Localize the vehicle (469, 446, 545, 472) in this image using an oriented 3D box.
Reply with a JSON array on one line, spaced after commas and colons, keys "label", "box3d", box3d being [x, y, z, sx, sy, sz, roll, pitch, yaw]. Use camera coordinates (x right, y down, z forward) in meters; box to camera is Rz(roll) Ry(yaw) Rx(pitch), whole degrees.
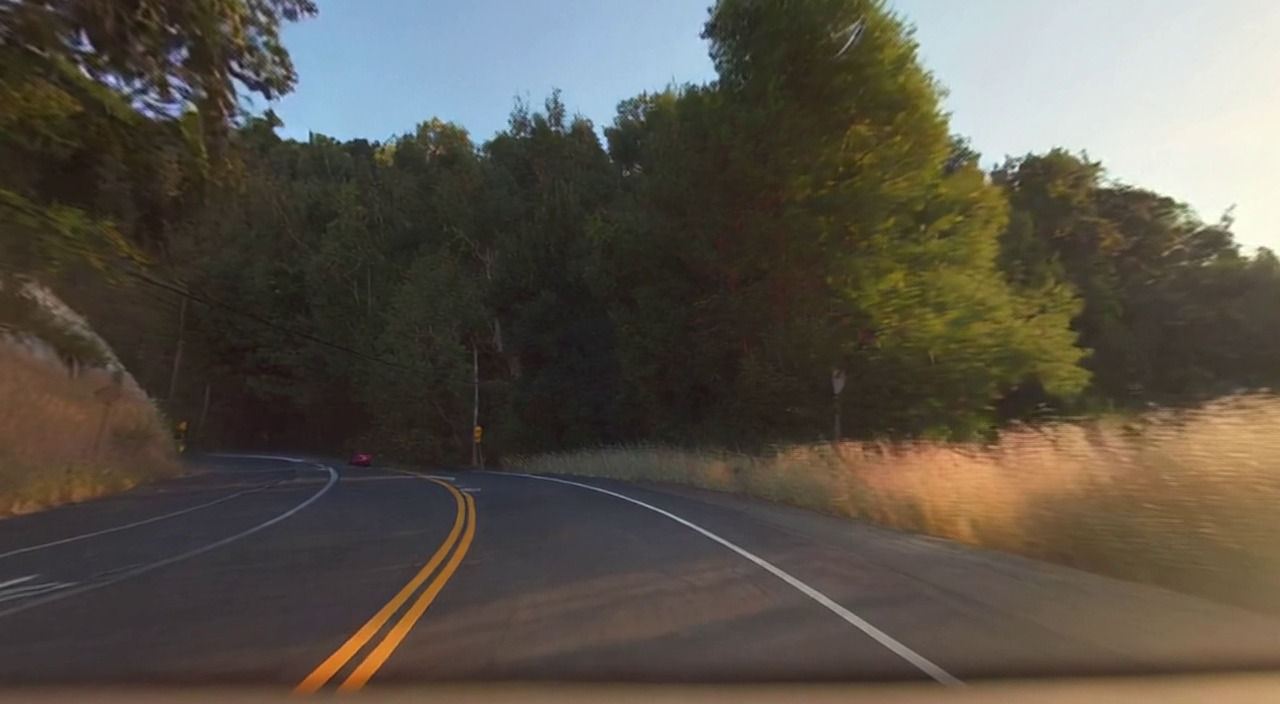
[{"label": "vehicle", "box3d": [-9.060, 7.298, 43.211, 4.612, 1.612, 2.042, 7, -11, -41]}]
